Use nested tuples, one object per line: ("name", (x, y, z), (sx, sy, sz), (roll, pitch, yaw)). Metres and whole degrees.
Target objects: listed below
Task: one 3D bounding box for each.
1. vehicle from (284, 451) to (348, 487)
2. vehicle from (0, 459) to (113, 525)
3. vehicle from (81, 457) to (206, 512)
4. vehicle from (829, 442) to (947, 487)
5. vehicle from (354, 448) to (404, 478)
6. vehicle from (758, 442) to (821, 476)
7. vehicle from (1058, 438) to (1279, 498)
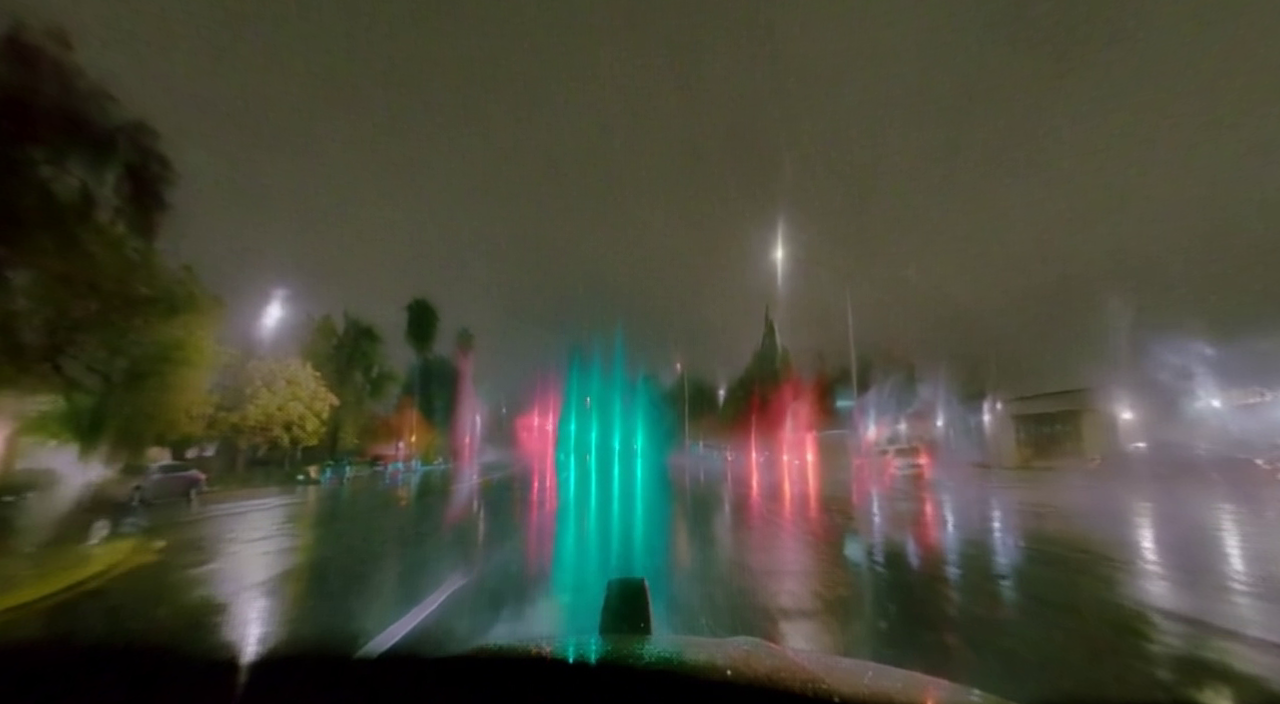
("vehicle", (-18.825, 6.787, 36.855), (1.916, 1.657, 4.366), (-1, -6, -7))
("vehicle", (-17.507, 3.927, 17.600), (1.802, 1.477, 4.648), (-3, -6, -3))
("vehicle", (-17.769, 4.703, 22.793), (1.836, 1.512, 3.581), (-2, -6, -4))
("vehicle", (9.881, 4.489, 25.459), (1.919, 1.627, 4.196), (5, -10, -25))
("vehicle", (-20.181, 8.588, 49.048), (2.111, 1.908, 5.586), (0, -7, -7))
("vehicle", (8.374, 6.058, 35.783), (2.039, 1.752, 4.876), (1, -9, -4))
("vehicle", (16.007, 3.450, 19.072), (5.088, 1.538, 2.114), (-2, -7, 3))
